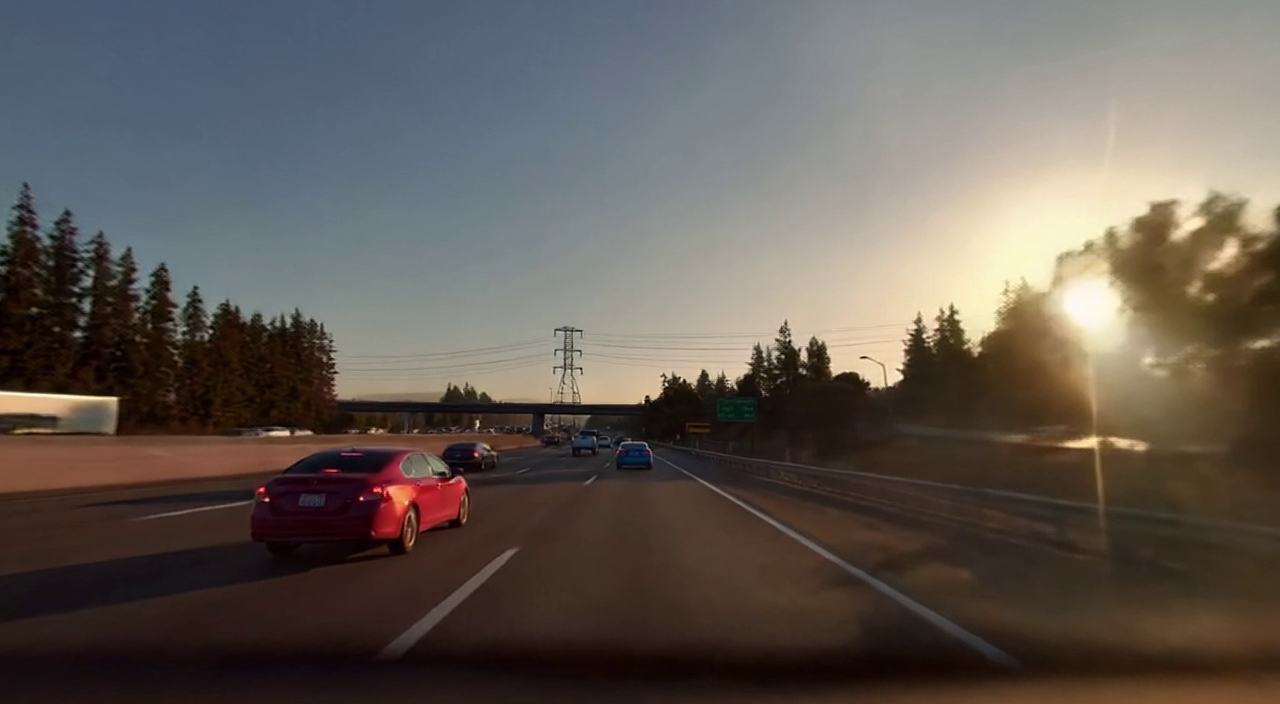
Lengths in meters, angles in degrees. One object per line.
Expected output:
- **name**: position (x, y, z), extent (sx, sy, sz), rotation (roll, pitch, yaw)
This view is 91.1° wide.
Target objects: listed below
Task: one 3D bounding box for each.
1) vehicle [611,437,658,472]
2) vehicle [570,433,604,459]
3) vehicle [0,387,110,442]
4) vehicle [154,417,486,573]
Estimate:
- **vehicle**: position (-0.259, 4.554, 28.108), extent (1.954, 1.460, 3.983), rotation (0, -8, -1)
- **vehicle**: position (-3.917, 7.005, 46.936), extent (2.174, 1.806, 3.932), rotation (0, -8, 0)
- **vehicle**: position (-46.290, 4.709, 46.337), extent (2.805, 3.776, 13.304), rotation (0, -8, -1)
- **vehicle**: position (-3.724, 1.738, 8.531), extent (2.035, 1.514, 4.600), rotation (0, -8, 1)
